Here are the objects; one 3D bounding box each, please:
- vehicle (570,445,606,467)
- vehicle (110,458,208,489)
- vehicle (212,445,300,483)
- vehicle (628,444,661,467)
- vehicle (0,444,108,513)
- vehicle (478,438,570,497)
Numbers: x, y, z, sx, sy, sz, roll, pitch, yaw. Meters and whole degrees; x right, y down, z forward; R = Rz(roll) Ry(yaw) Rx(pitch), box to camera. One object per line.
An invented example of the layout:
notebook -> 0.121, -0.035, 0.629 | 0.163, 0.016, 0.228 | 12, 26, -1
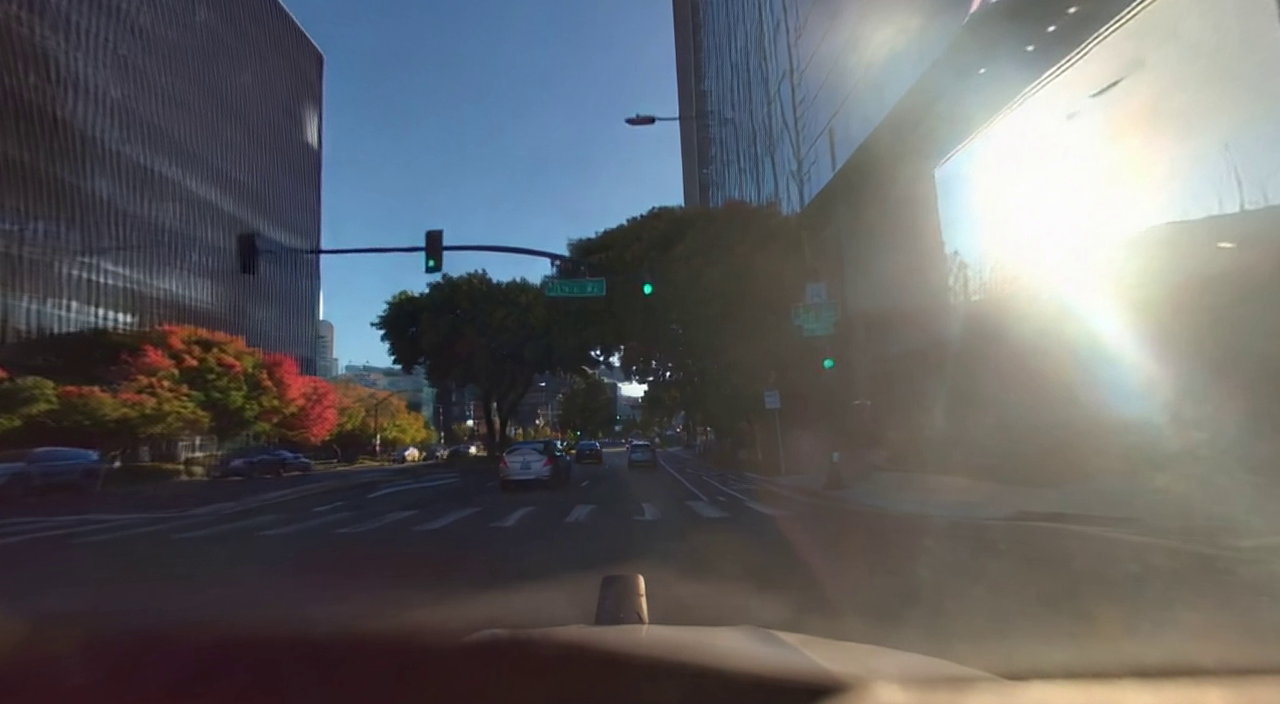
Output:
vehicle -> -3.631, 7.365, 44.942 | 2.088, 1.430, 4.482 | 0, -8, 1
vehicle -> -26.682, 6.734, 35.290 | 1.972, 1.436, 4.502 | 0, -8, 0
vehicle -> -20.478, 5.954, 33.926 | 2.068, 1.848, 4.247 | 0, -8, 0
vehicle -> 0.235, 6.927, 42.463 | 2.102, 1.482, 4.125 | 0, -8, -1
vehicle -> -17.183, 3.347, 16.949 | 1.926, 1.711, 4.516 | 0, -8, -1
vehicle -> -3.304, 3.363, 18.790 | 1.983, 1.545, 3.773 | 0, -8, 0
